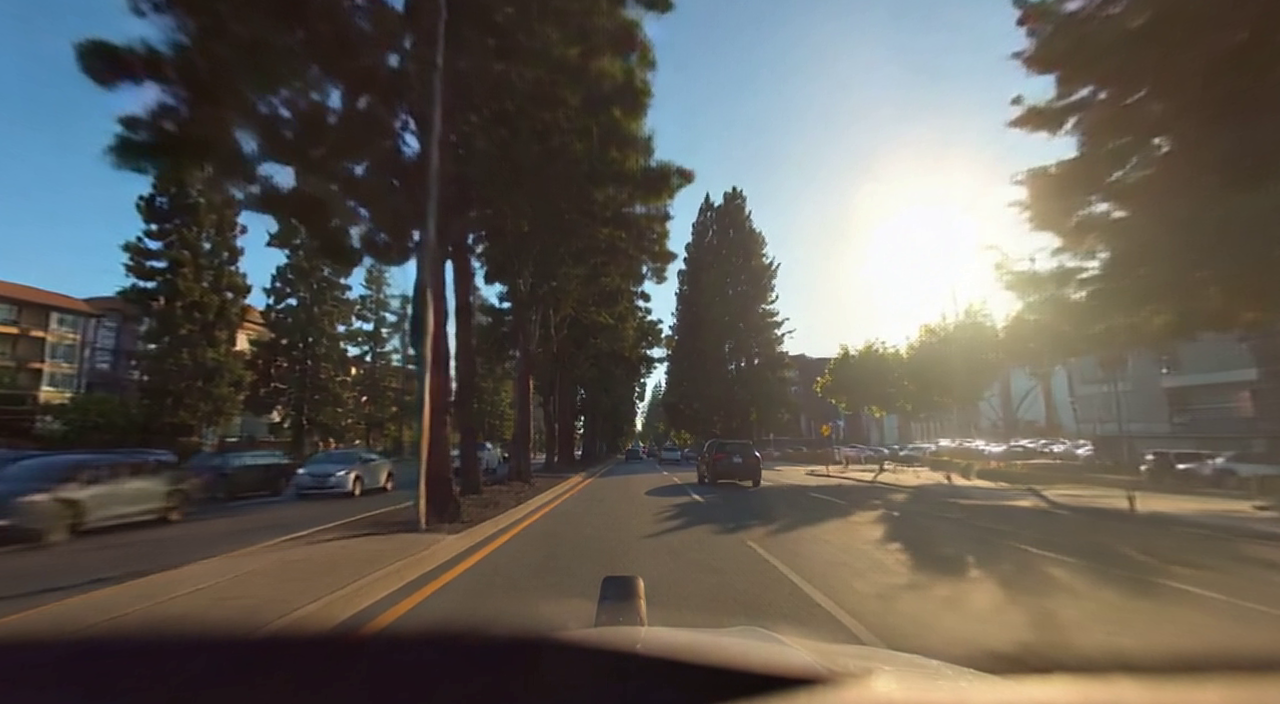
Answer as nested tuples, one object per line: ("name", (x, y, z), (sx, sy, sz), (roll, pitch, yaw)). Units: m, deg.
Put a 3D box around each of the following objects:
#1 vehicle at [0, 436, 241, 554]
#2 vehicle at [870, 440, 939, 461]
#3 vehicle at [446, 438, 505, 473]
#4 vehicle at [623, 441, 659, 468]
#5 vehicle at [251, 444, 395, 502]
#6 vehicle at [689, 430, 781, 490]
("vehicle", (-8.866, 2.176, 10.318), (1.864, 1.500, 4.294), (0, -9, 0))
("vehicle", (20.574, 7.684, 49.216), (4.475, 1.592, 1.841), (0, -9, -1))
("vehicle", (-9.475, 6.000, 36.842), (2.165, 1.863, 4.880), (0, -9, 0))
("vehicle", (0.022, 6.539, 40.433), (2.145, 1.572, 4.021), (0, -9, -1))
("vehicle", (-9.051, 3.465, 18.539), (1.938, 1.464, 4.340), (0, -9, 0))
("vehicle", (3.068, 3.665, 21.668), (2.235, 1.806, 4.818), (0, -9, -2))
